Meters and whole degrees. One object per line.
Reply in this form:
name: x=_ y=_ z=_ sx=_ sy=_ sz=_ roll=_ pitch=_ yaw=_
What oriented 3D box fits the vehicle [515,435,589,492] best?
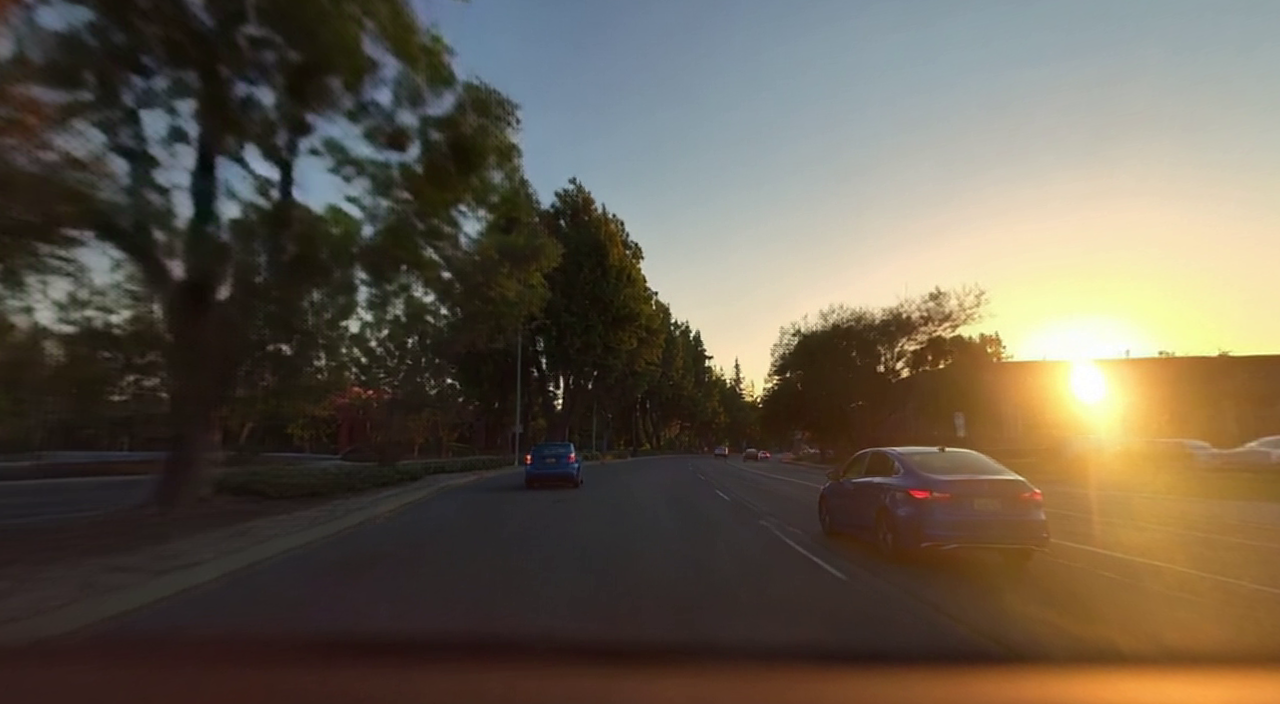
vehicle: x=-2.824 y=3.692 z=21.266 sx=2.085 sy=1.693 sz=4.301 roll=0 pitch=-8 yaw=-3

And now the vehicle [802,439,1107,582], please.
vehicle: x=3.753 y=1.934 z=8.631 sx=1.918 sy=1.418 sz=4.360 roll=0 pitch=-8 yaw=0

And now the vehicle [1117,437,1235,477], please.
vehicle: x=24.679 y=4.816 z=29.113 sx=4.286 sy=1.712 sz=1.927 roll=2 pitch=-9 yaw=-15
